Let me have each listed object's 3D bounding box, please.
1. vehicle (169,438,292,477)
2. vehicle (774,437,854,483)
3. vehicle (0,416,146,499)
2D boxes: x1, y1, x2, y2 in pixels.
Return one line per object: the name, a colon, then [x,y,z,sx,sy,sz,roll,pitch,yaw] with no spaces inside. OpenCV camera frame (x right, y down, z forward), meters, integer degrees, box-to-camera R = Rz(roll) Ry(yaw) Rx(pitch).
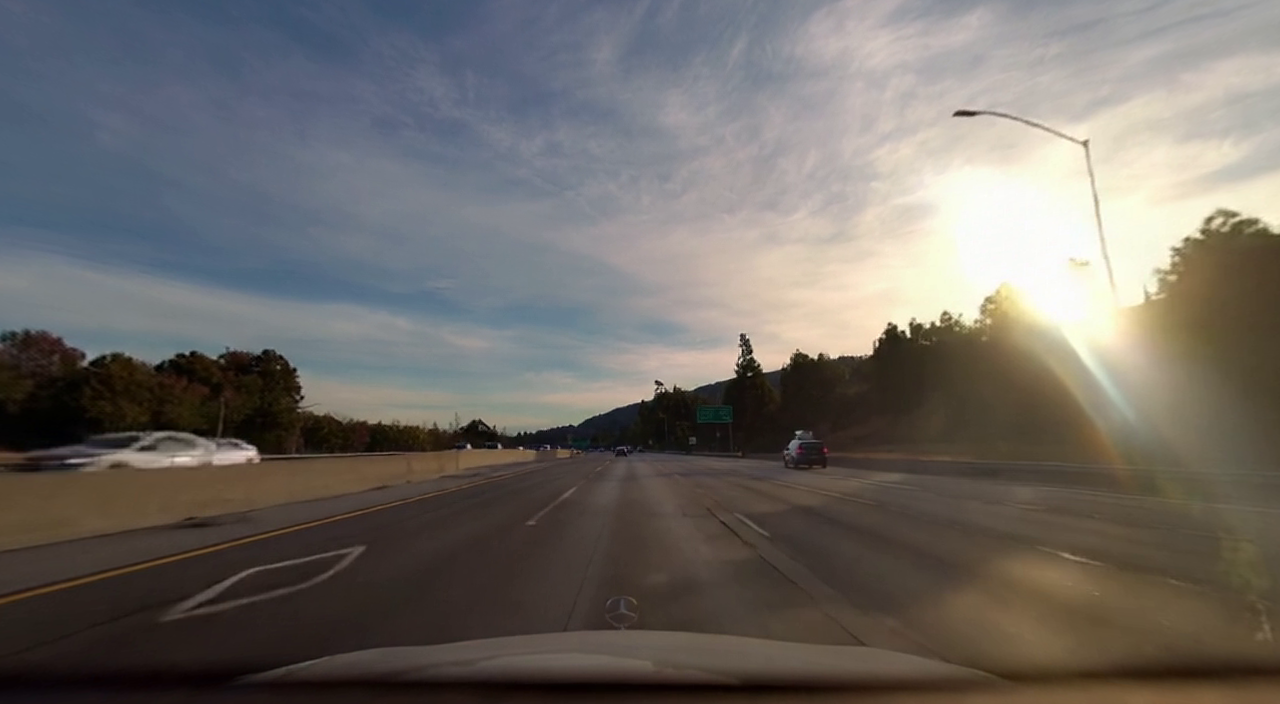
vehicle: [-17.592,4.556,27.513,2.112,1.539,4.862,0,-9,0]
vehicle: [7.031,4.413,25.966,2.081,1.705,3.926,0,-9,-1]
vehicle: [-13.736,2.300,13.806,2.134,1.624,4.589,0,-9,0]
